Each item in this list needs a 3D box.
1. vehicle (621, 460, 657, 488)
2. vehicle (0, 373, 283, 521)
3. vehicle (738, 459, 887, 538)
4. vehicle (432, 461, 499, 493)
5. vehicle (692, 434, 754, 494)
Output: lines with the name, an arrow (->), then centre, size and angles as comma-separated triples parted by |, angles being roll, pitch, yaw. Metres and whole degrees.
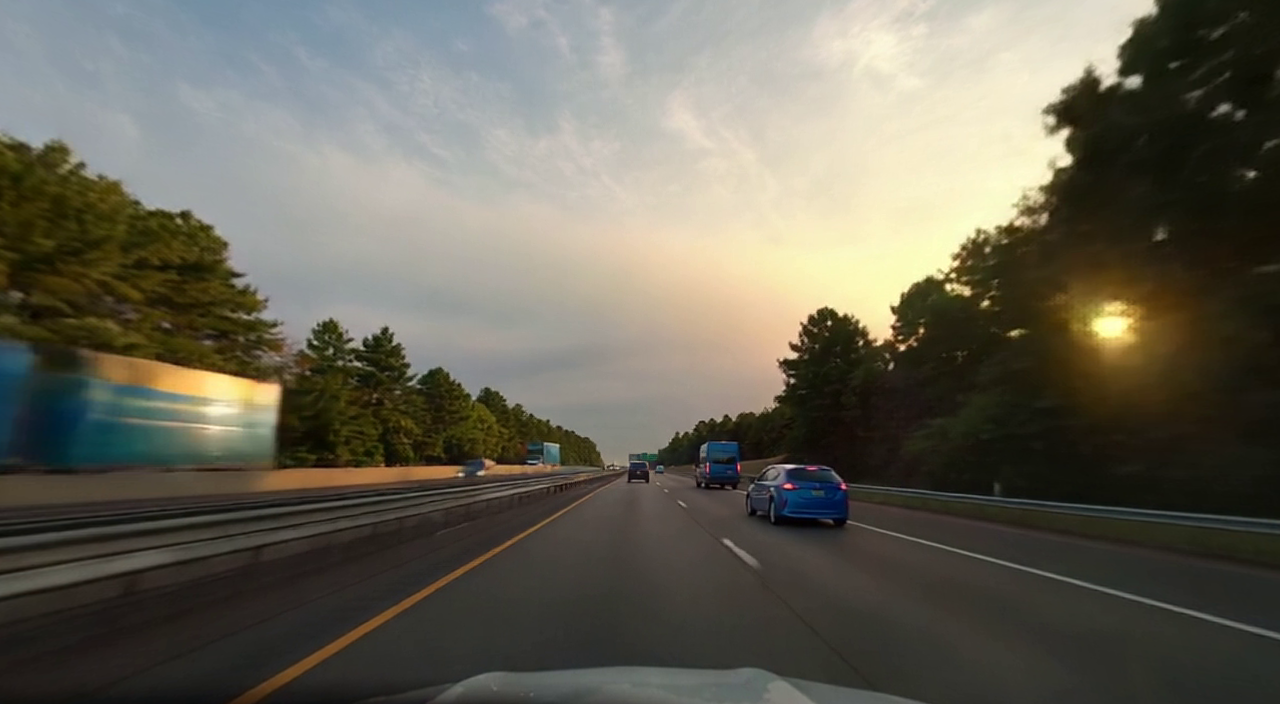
vehicle -> -0.016, 7.968, 41.210 | 2.212, 1.717, 4.452 | 1, -10, 0
vehicle -> -13.607, 2.713, 17.445 | 2.876, 3.200, 7.459 | 0, -10, 1
vehicle -> 3.857, 3.392, 15.156 | 2.073, 1.532, 4.969 | 1, -10, -1
vehicle -> -8.725, 6.320, 31.925 | 2.024, 1.471, 4.450 | 0, -10, 1
vehicle -> 4.544, 6.361, 35.749 | 2.563, 2.975, 6.941 | 1, -10, 0
